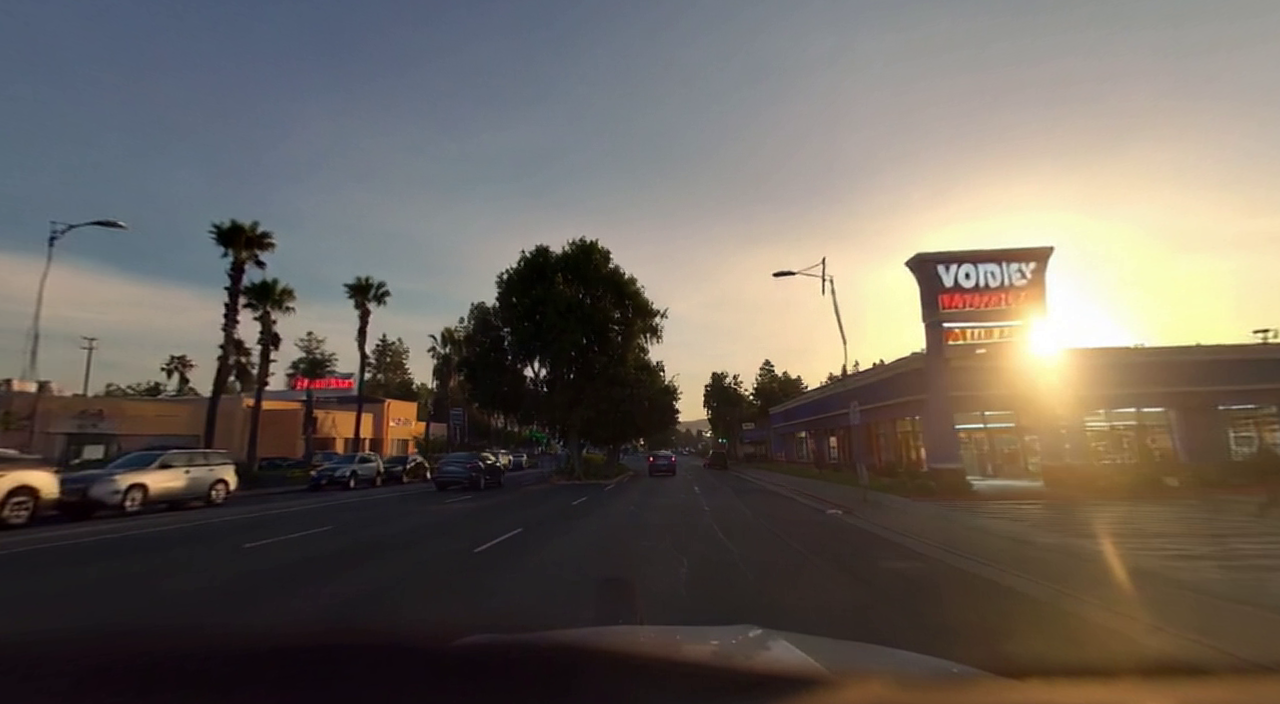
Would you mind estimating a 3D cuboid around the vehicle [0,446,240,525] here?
[{"bbox_3d":[-11.919,2.929,14.572,1.981,1.493,4.721,0,-8,3],"label":"vehicle"}]

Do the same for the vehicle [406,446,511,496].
[{"bbox_3d":[-6.126,4.039,21.911,2.090,1.520,4.452,0,-8,4],"label":"vehicle"}]

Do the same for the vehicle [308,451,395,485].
[{"bbox_3d":[-14.106,5.679,31.119,1.874,1.488,4.612,0,-8,4],"label":"vehicle"}]

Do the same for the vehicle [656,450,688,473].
[{"bbox_3d":[2.325,7.729,44.766,2.139,1.461,4.918,0,-8,3],"label":"vehicle"}]
